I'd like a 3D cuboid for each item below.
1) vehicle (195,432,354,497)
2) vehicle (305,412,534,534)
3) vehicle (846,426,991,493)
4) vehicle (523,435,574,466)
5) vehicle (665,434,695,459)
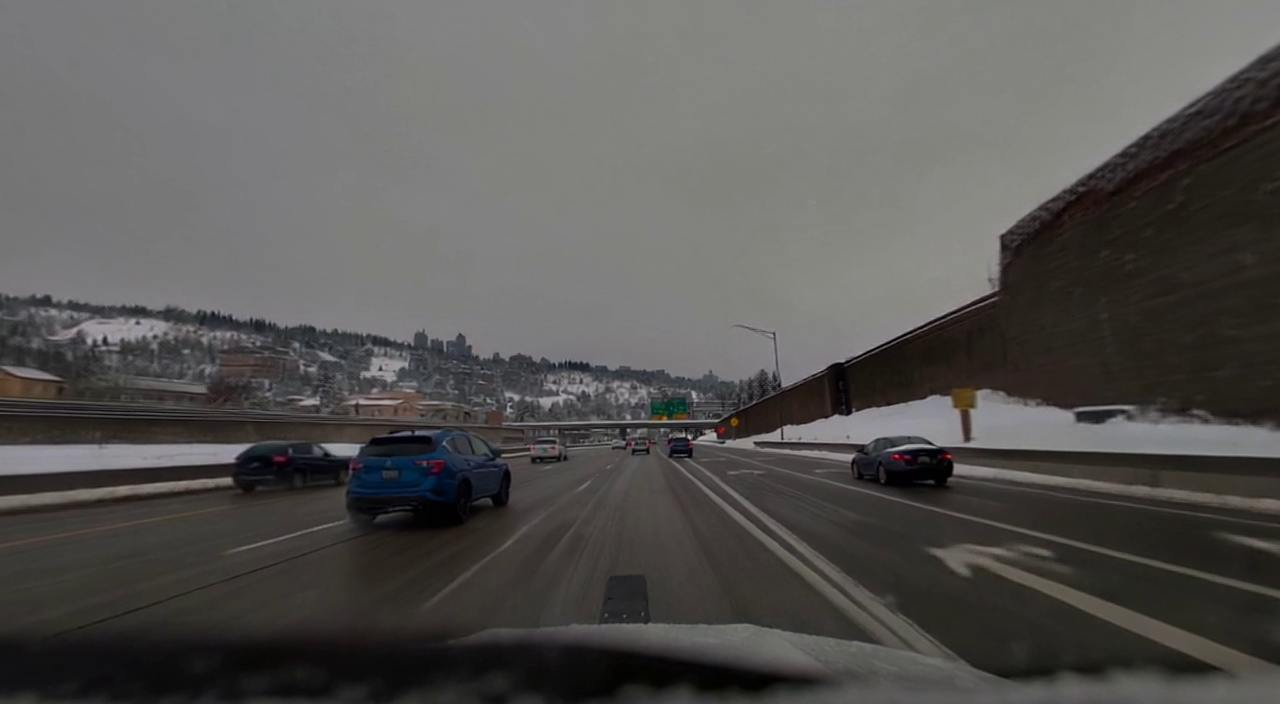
[{"bbox_3d":[-11.281,3.480,19.972,2.091,1.774,4.754,0,-8,1],"label":"vehicle"},{"bbox_3d":[-3.617,2.122,11.696,2.210,1.730,5.133,-1,-8,2],"label":"vehicle"},{"bbox_3d":[7.691,3.025,18.051,2.122,1.646,4.491,0,-8,1],"label":"vehicle"},{"bbox_3d":[-5.346,5.810,37.304,2.076,1.730,4.537,-1,-8,3],"label":"vehicle"},{"bbox_3d":[3.169,7.434,49.519,2.172,1.824,5.031,-1,-8,5],"label":"vehicle"}]
